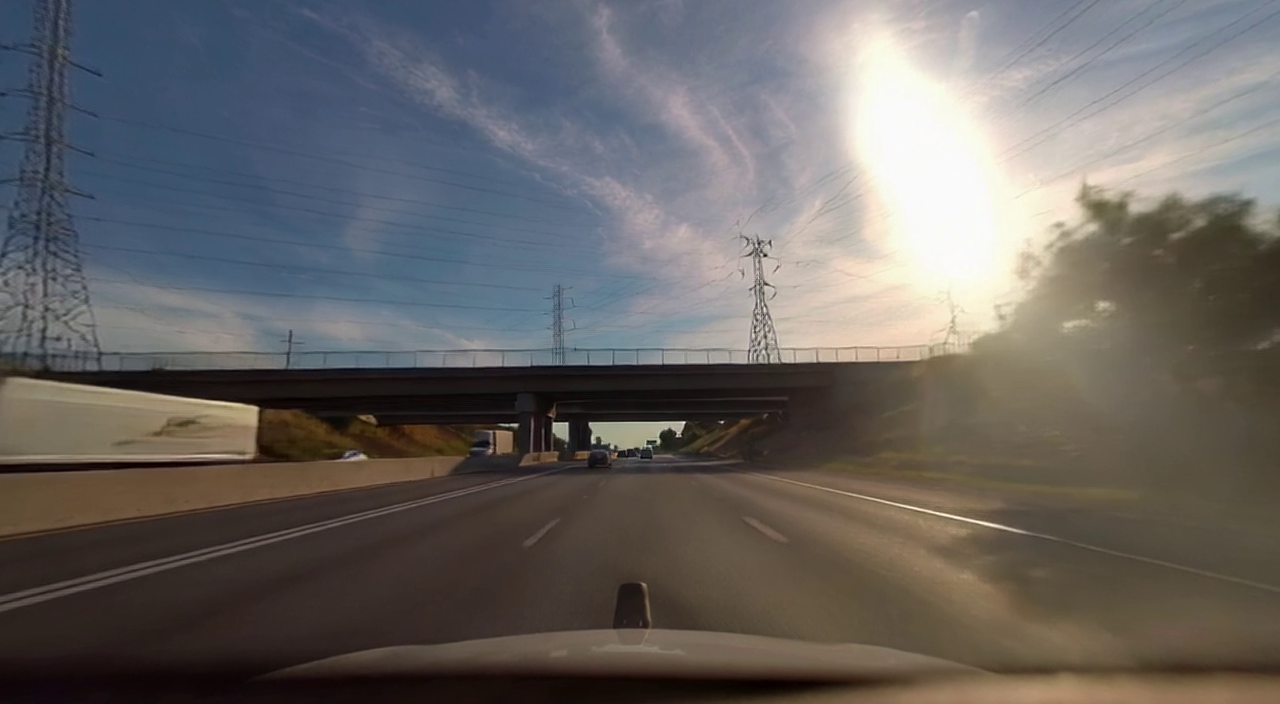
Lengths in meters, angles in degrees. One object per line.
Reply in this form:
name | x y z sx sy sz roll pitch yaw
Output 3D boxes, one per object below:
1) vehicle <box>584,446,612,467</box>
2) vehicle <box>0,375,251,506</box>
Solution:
vehicle | -3.233 8.159 49.173 1.924 1.550 4.165 0 -9 1
vehicle | -20.009 3.266 22.733 2.903 3.782 14.097 0 -9 1
